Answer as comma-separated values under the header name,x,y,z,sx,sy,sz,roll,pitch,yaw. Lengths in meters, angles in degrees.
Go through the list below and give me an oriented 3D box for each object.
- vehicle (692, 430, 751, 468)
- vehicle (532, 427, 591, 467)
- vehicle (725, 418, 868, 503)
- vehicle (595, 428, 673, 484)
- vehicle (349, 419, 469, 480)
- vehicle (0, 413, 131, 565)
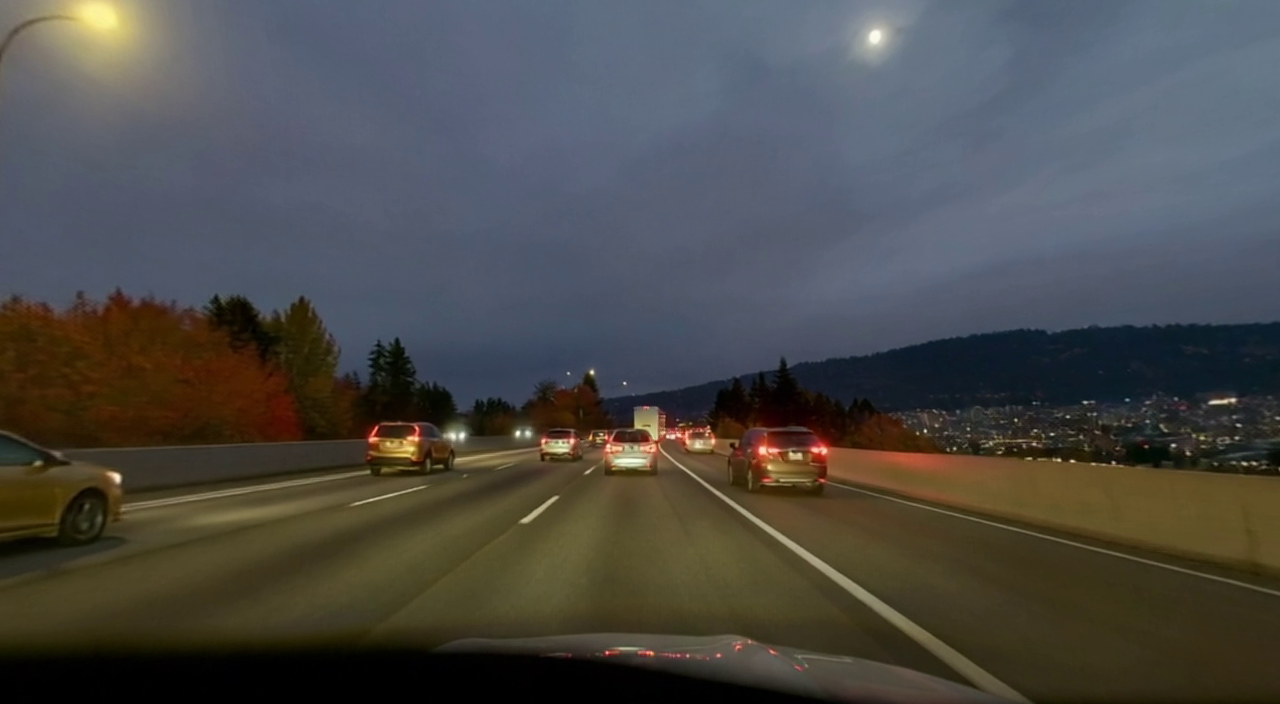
name,x,y,z,sx,sy,sz,roll,pitch,yaw
vehicle,3.505,4.263,27.901,1.972,1.516,4.514,0,-8,-1
vehicle,-3.517,4.359,29.078,2.064,1.672,4.277,0,-8,1
vehicle,3.358,2.415,14.488,2.095,1.650,4.331,0,-8,-1
vehicle,-0.144,3.116,19.220,2.111,1.494,4.364,0,-8,0
vehicle,-7.441,3.193,20.877,2.117,1.779,4.745,0,-8,1
vehicle,-7.482,1.338,5.974,1.934,1.526,3.966,0,-8,0
